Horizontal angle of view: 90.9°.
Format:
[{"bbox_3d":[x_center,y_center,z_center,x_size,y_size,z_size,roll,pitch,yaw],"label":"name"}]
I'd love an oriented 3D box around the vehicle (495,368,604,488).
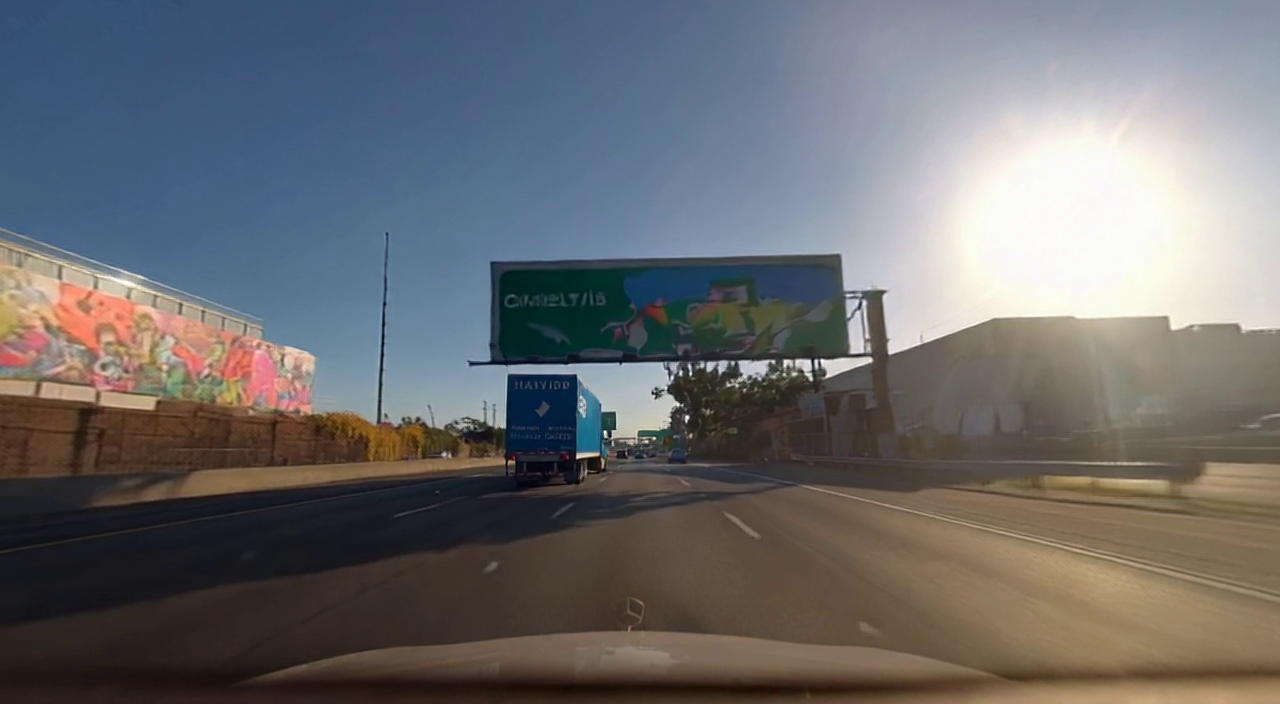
[{"bbox_3d":[-3.304,3.144,25.826,2.977,4.048,8.890,0,-7,1],"label":"vehicle"}]
